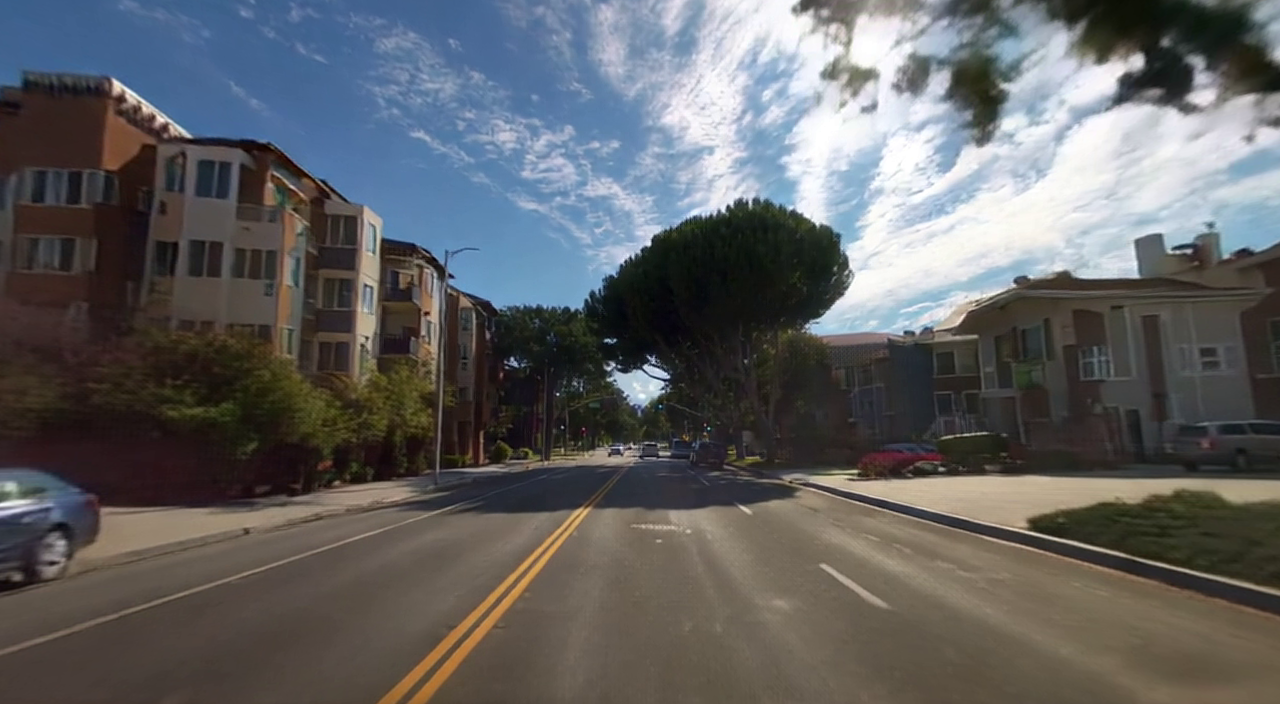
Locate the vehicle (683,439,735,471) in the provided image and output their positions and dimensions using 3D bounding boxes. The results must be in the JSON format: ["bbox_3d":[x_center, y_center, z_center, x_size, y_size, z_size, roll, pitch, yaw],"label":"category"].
[{"bbox_3d":[3.464,5.312,32.651,2.078,1.488,4.741,0,-9,-1],"label":"vehicle"}]

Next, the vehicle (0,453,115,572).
[{"bbox_3d":[-9.495,2.171,7.946,1.933,1.498,4.446,-4,-7,1],"label":"vehicle"}]

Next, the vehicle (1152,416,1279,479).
[{"bbox_3d":[19.526,3.081,20.471,4.063,1.912,2.029,1,-9,-6],"label":"vehicle"}]

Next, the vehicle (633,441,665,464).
[{"bbox_3d":[0.611,6.868,43.296,2.097,1.463,4.043,0,-9,0],"label":"vehicle"}]
